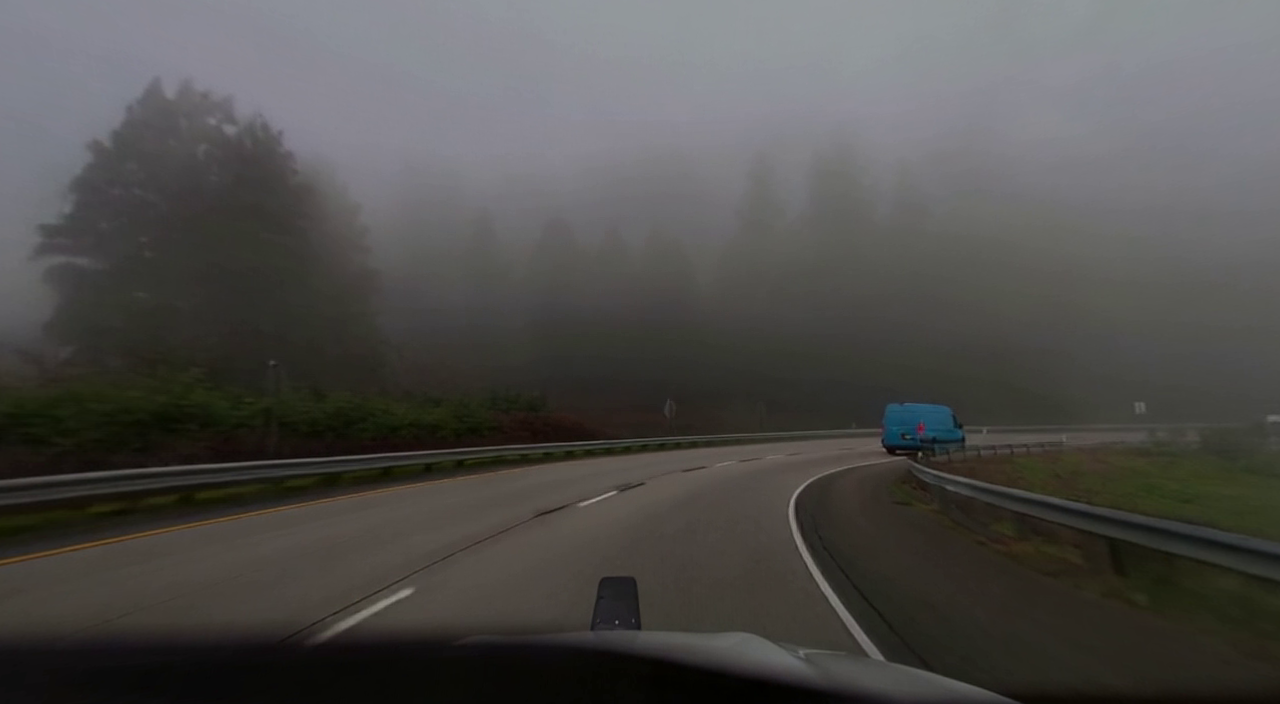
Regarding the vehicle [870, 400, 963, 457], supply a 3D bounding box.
[{"bbox_3d":[13.806,3.842,31.296,2.352,2.577,5.330,-7,-11,44],"label":"vehicle"}]
